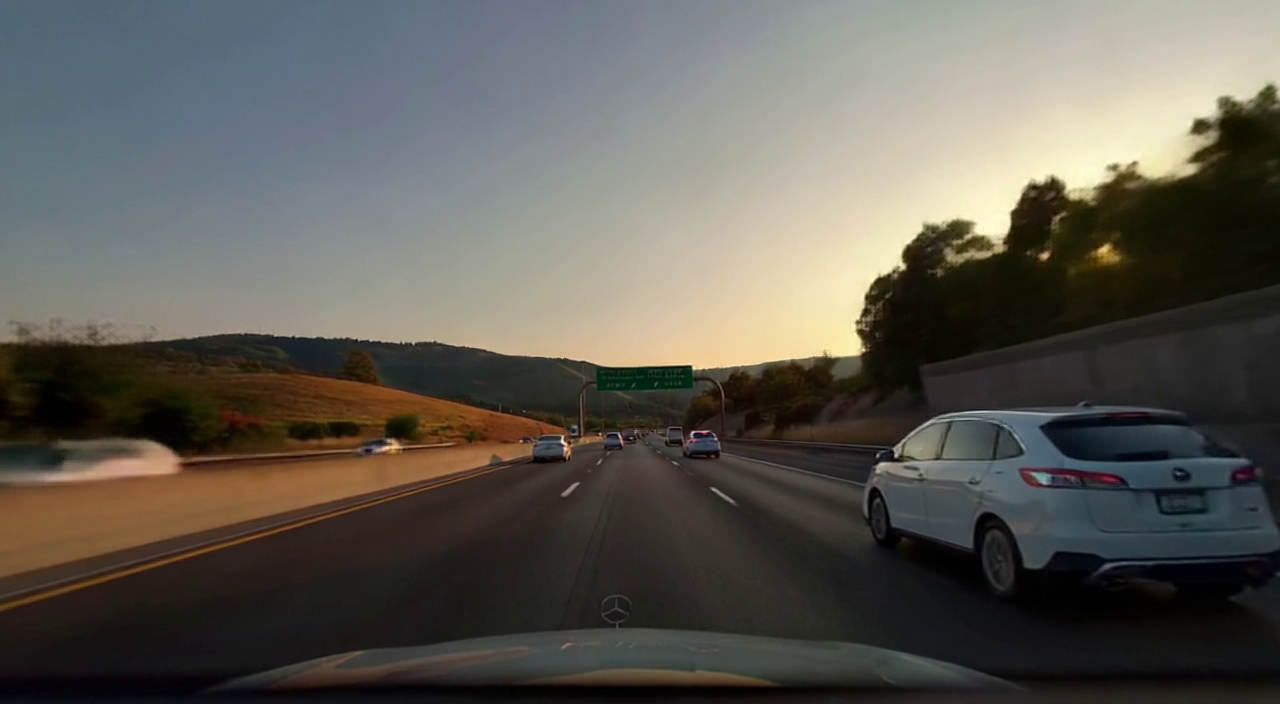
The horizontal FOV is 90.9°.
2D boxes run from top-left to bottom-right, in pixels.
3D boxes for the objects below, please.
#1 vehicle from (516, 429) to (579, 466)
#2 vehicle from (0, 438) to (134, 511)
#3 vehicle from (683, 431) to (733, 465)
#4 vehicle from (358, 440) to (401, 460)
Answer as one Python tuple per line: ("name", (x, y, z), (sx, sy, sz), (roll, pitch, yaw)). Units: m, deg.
("vehicle", (-4.031, 4.216, 28.065), (2.204, 1.486, 4.121), (0, -8, 0))
("vehicle", (-13.947, 2.650, 13.992), (2.025, 1.457, 4.147), (0, -8, -2))
("vehicle", (3.072, 4.406, 29.221), (1.806, 1.469, 3.681), (0, -8, -1))
("vehicle", (-20.033, 7.522, 48.568), (1.754, 1.429, 3.677), (0, -8, -1))
